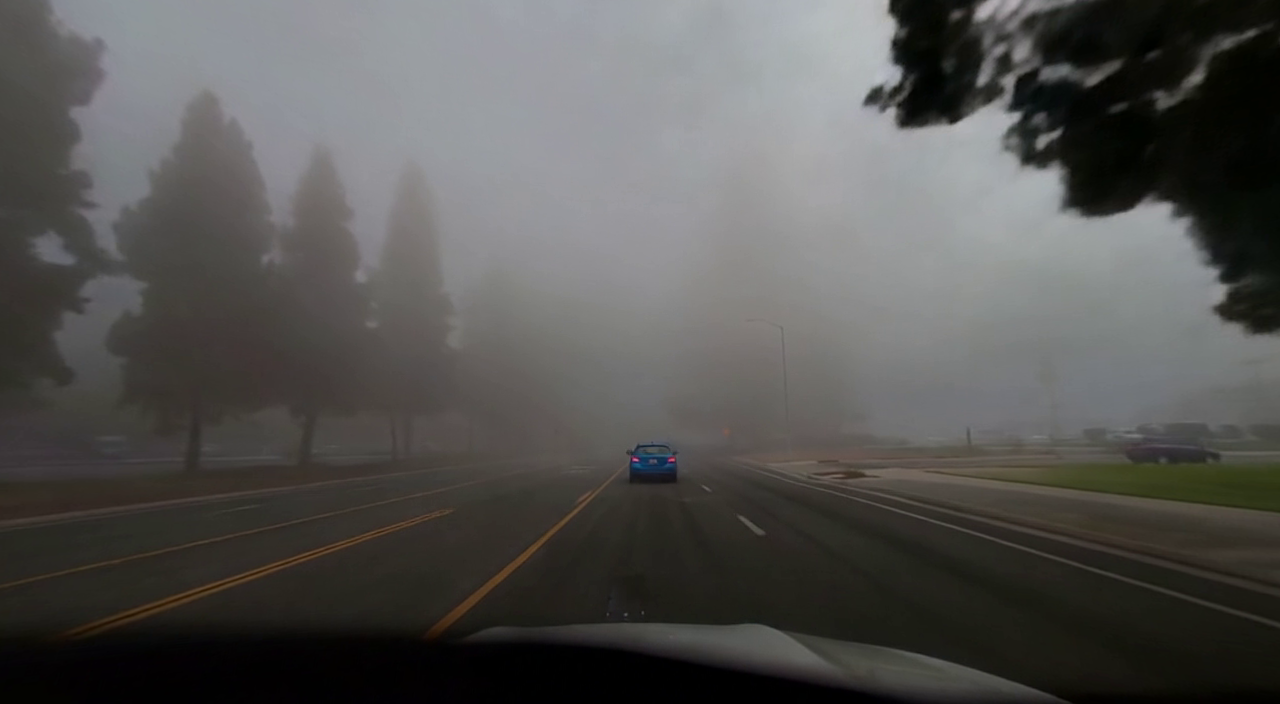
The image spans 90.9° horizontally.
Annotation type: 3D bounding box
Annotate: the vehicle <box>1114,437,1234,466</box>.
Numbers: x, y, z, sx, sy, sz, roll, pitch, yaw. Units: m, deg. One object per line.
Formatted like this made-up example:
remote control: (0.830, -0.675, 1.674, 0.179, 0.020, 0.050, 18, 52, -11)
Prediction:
vehicle: (27.578, 5.167, 32.705, 4.305, 1.457, 1.885, -1, -9, 8)

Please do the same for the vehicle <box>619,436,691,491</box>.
vehicle: (0.433, 3.402, 19.531, 2.010, 1.535, 3.735, 0, -9, 1)
